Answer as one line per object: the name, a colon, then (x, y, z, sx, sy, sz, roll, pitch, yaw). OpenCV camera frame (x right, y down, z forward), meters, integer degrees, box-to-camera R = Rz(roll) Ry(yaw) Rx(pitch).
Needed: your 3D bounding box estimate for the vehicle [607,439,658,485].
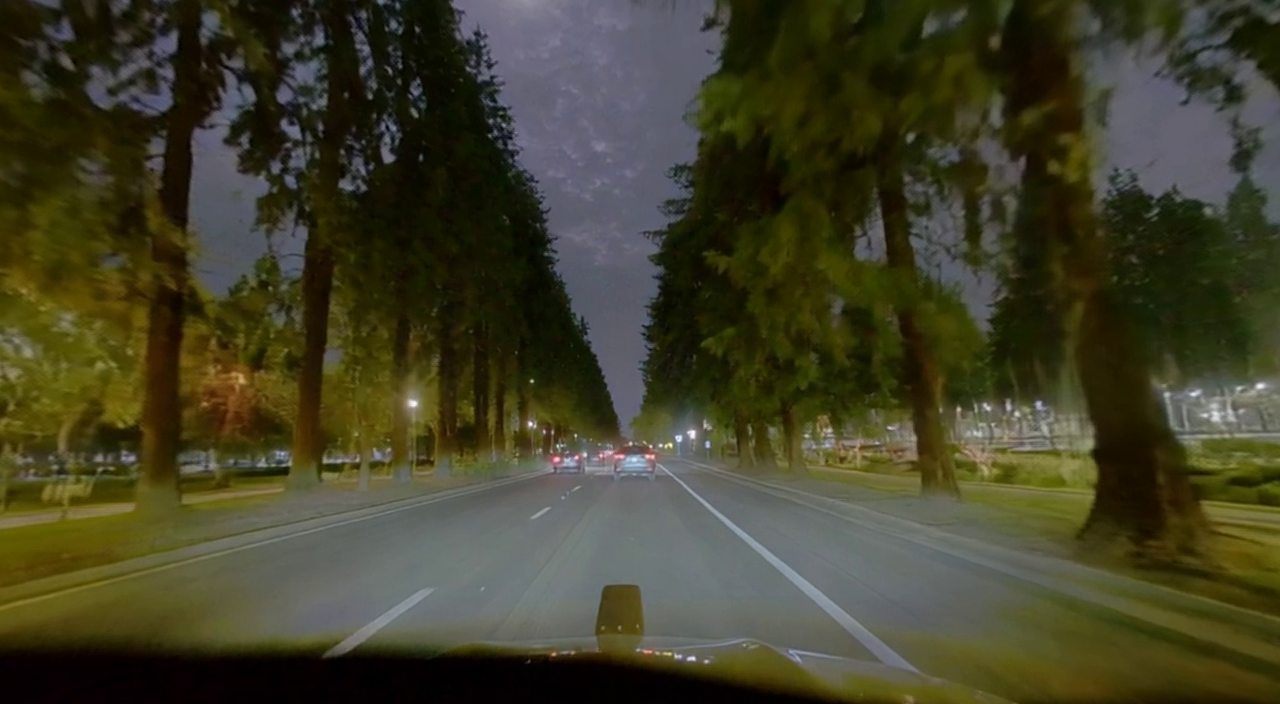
vehicle: (-0.313, 4.663, 27.080, 2.018, 1.769, 3.897, 0, -8, -1)

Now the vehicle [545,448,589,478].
vehicle: (-4.011, 6.176, 35.465, 1.936, 1.538, 4.016, 0, -8, 1)
